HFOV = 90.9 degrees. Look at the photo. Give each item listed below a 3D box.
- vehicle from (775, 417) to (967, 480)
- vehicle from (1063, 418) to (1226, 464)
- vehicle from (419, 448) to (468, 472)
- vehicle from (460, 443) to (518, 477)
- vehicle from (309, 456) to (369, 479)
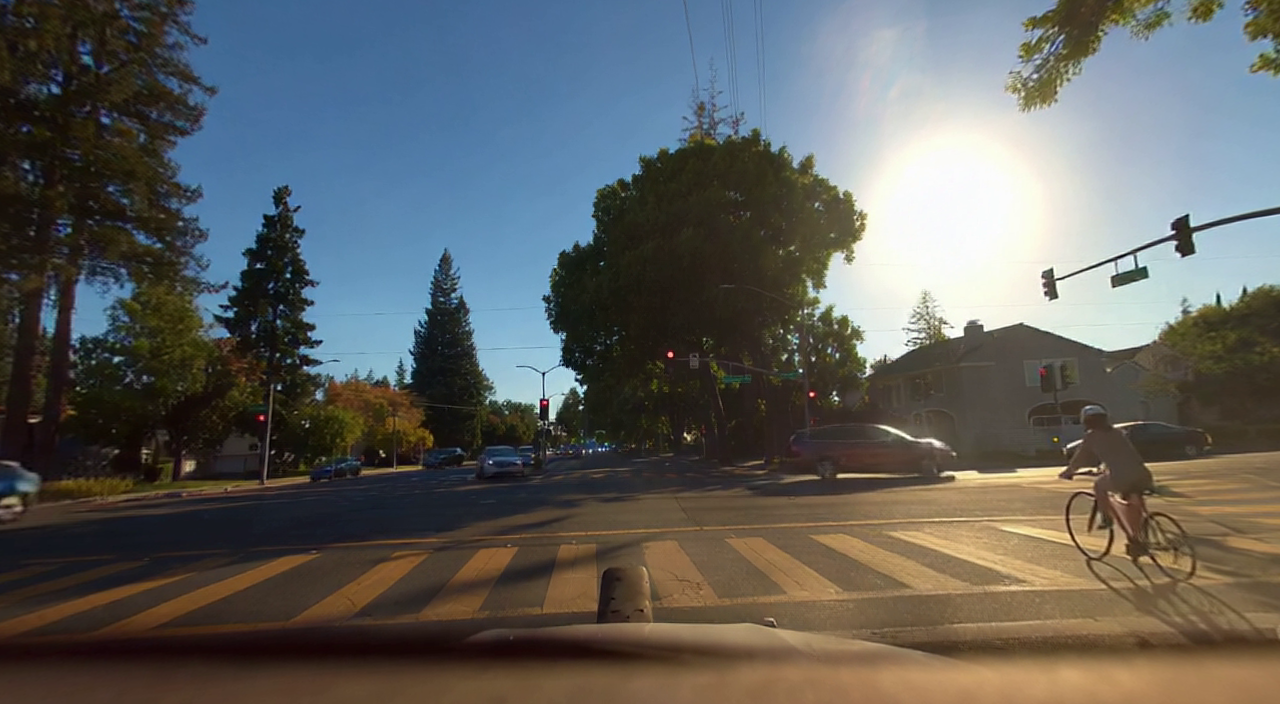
[{"bbox_3d":[7.021,3.000,19.508,5.188,1.731,2.191,-4,-9,21],"label":"vehicle"},{"bbox_3d":[17.320,3.096,21.790,3.969,1.493,1.823,0,-9,1],"label":"vehicle"},{"bbox_3d":[-13.427,7.380,43.366,1.973,1.511,4.299,0,-9,0],"label":"vehicle"},{"bbox_3d":[-7.432,5.220,30.698,2.017,1.496,4.749,3,-9,-22],"label":"vehicle"},{"bbox_3d":[-20.811,7.994,43.841,1.872,1.455,4.576,0,-9,0],"label":"vehicle"}]
